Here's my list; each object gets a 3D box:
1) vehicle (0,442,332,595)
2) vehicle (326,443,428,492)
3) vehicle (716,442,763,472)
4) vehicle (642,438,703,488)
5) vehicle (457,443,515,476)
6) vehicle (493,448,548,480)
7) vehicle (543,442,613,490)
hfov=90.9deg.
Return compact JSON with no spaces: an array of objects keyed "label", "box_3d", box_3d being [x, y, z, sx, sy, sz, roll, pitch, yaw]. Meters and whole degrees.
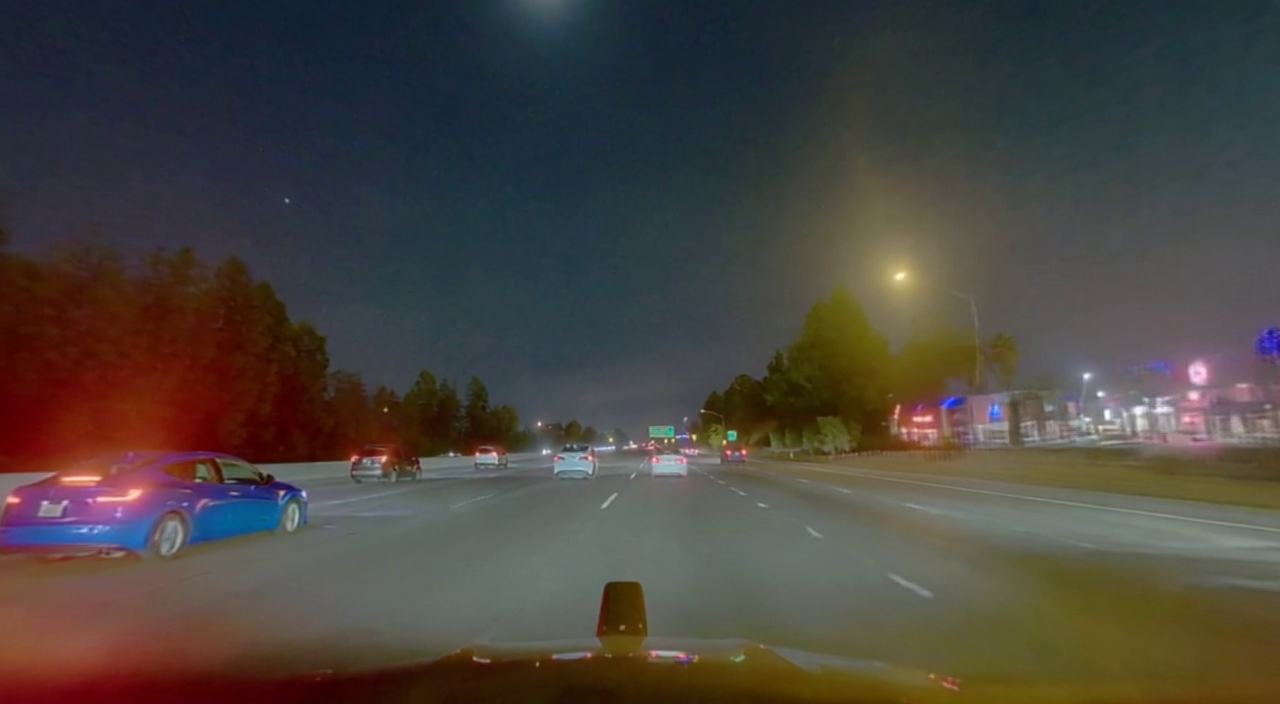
[{"label":"vehicle","box_3d":[-6.470,1.985,8.559,2.116,1.473,4.644,-1,-8,2]},{"label":"vehicle","box_3d":[-10.005,4.399,24.445,1.947,1.683,4.331,-1,-8,2]},{"label":"vehicle","box_3d":[6.152,6.563,39.588,2.071,1.754,4.484,0,-8,-2]},{"label":"vehicle","box_3d":[1.156,4.162,24.065,2.114,1.715,4.136,-1,-8,1]},{"label":"vehicle","box_3d":[-9.540,6.672,39.504,2.187,1.851,5.085,-1,-8,2]},{"label":"vehicle","box_3d":[-5.965,5.634,31.894,1.886,1.455,4.148,-1,-8,1]},{"label":"vehicle","box_3d":[-2.229,4.256,23.963,2.102,1.624,4.257,-1,-8,2]}]
